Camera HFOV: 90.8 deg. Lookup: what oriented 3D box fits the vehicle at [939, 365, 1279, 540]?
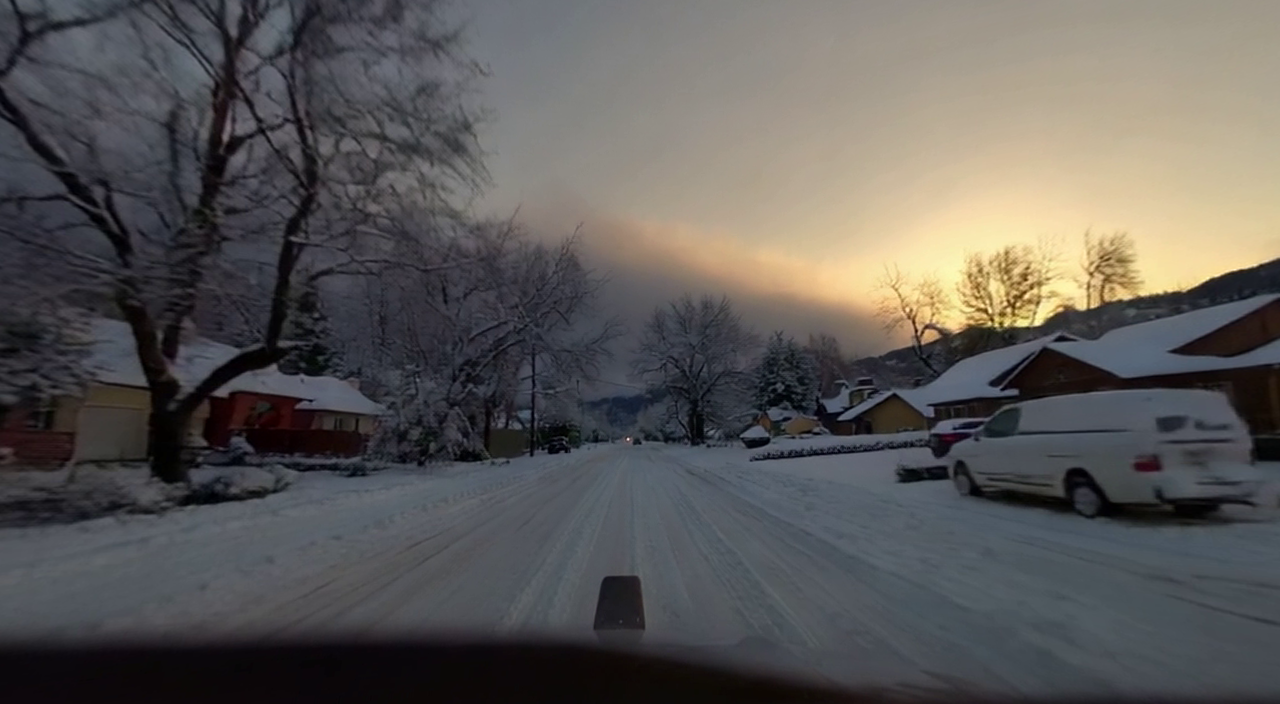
[{"bbox_3d":[7.016,1.468,9.764,2.233,1.923,4.848,-3,-8,-1],"label":"vehicle"}]
